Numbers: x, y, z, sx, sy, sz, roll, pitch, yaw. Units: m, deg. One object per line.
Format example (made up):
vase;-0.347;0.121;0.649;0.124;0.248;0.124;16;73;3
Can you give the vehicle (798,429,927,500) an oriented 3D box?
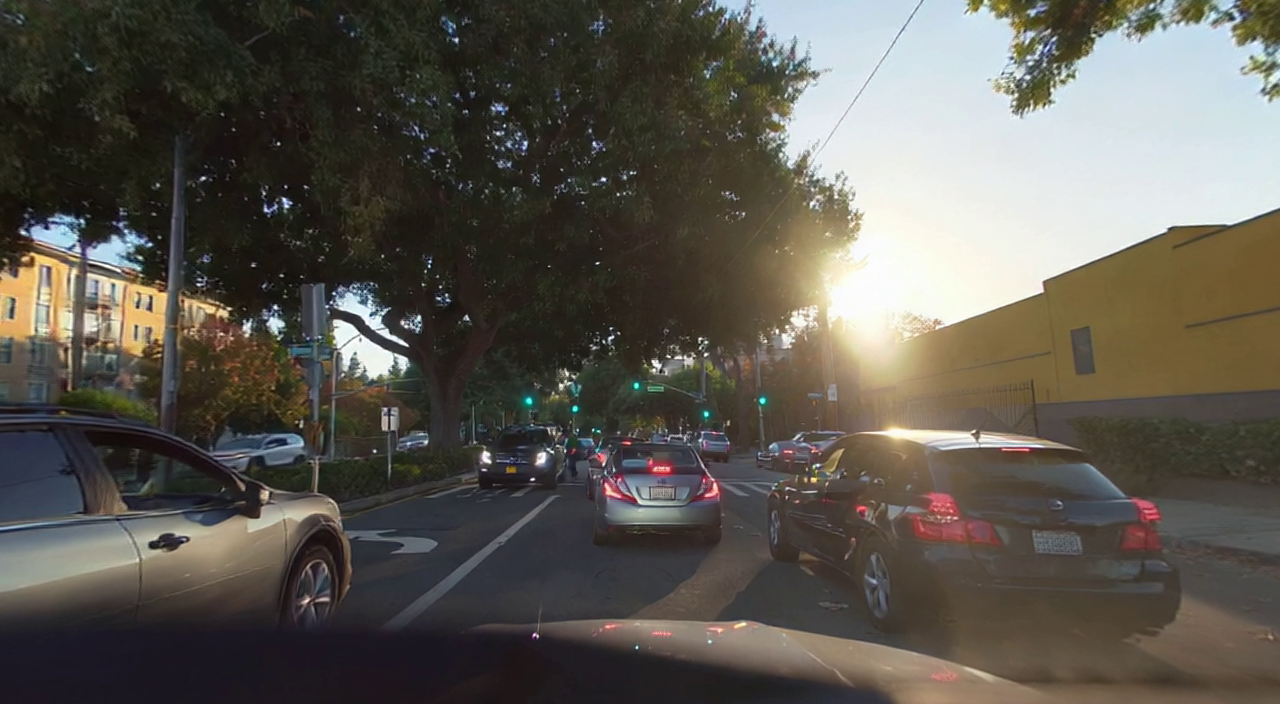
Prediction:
vehicle;6.339;3.253;18.675;2.025;1.808;4.579;0;-9;-2

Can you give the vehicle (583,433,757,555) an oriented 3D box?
vehicle;0.272;1.996;9.573;2.095;1.438;3.843;0;-9;-3

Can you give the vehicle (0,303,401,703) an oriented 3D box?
vehicle;-3.268;0.933;3.397;2.152;1.802;4.628;0;-9;0

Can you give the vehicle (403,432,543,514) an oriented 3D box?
vehicle;-3.507;2.623;14.219;1.901;1.522;4.556;0;-9;0
